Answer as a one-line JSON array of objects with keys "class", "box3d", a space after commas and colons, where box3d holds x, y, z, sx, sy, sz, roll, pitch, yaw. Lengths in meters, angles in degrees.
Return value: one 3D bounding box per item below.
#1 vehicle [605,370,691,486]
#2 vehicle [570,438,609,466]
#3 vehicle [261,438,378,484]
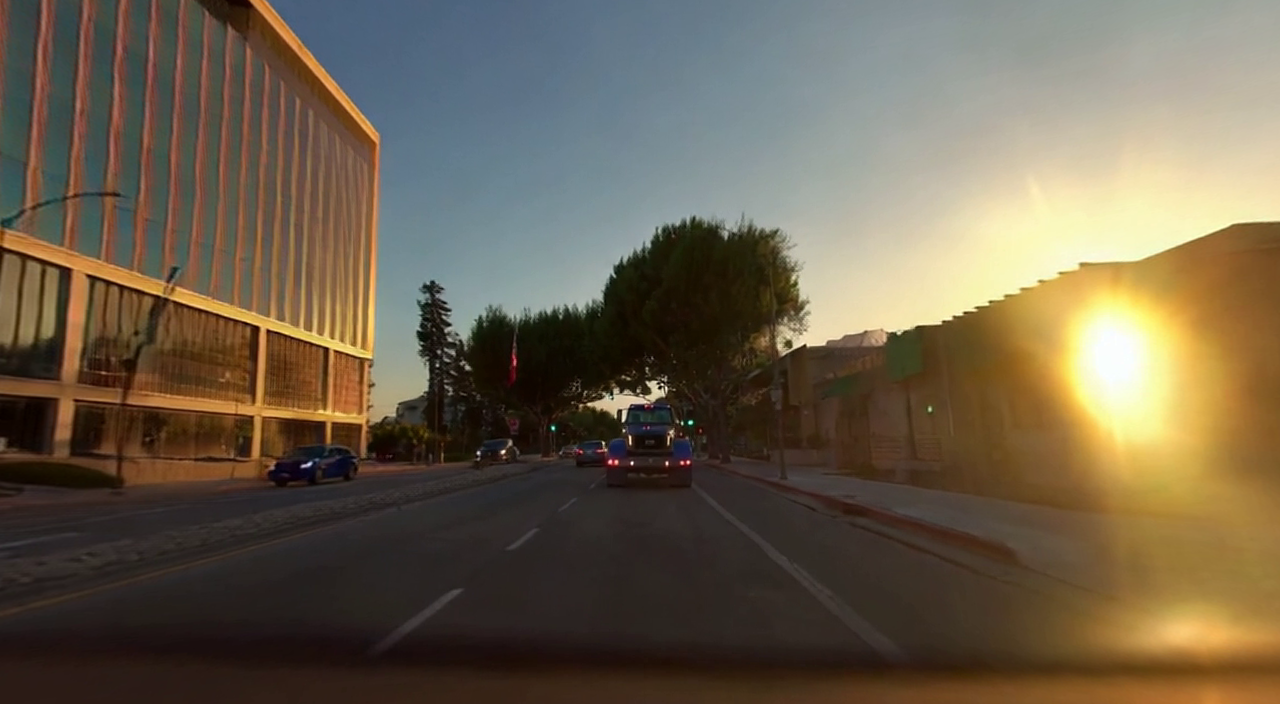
[{"class": "vehicle", "box3d": [0.210, 3.086, 24.462, 2.552, 3.461, 11.044, -1, -8, 0]}, {"class": "vehicle", "box3d": [-3.157, 6.347, 40.088, 2.081, 1.688, 4.235, 0, -9, 0]}, {"class": "vehicle", "box3d": [-14.969, 5.127, 30.037, 2.225, 1.946, 6.187, 0, -9, 1]}]
